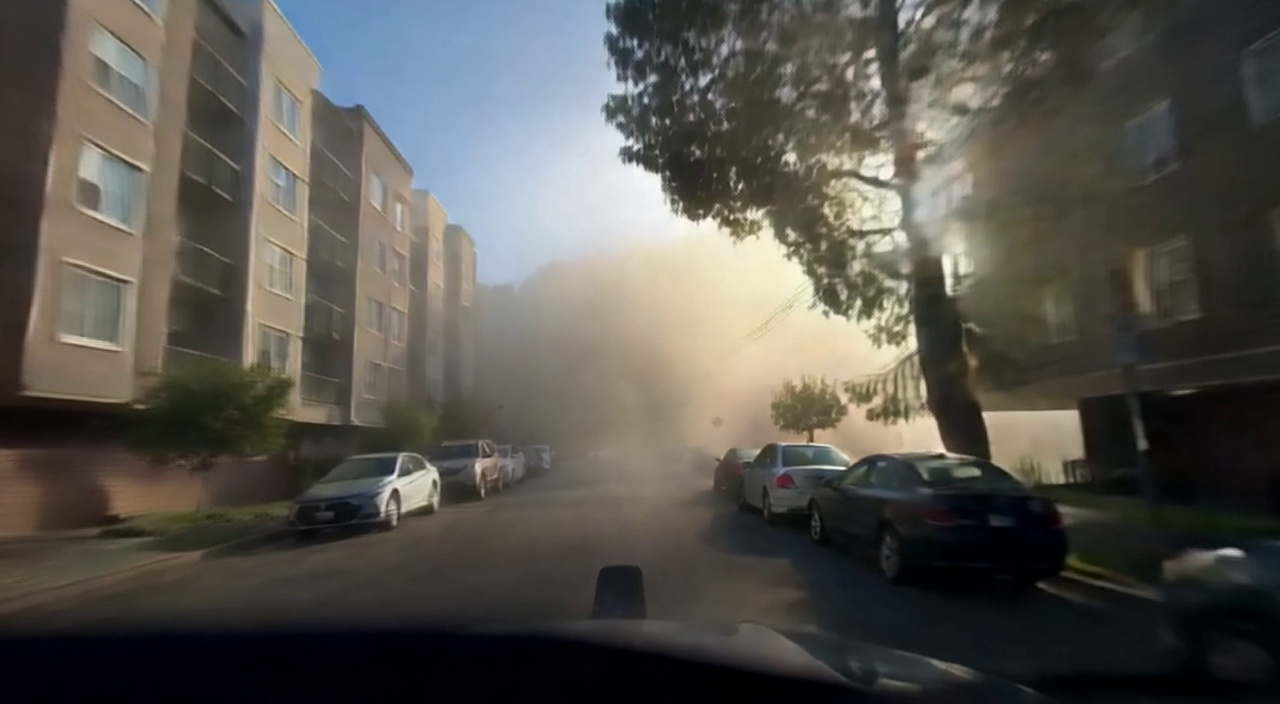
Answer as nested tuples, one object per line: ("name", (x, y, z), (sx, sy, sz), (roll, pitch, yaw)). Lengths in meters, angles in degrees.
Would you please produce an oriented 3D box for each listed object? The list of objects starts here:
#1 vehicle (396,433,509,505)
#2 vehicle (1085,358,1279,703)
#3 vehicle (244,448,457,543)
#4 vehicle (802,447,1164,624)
("vehicle", (-5.619, 3.558, 19.661), (2.216, 1.953, 4.553), (0, -8, -2))
("vehicle", (3.647, 0.714, 1.321), (2.063, 1.729, 4.538), (0, -9, 0))
("vehicle", (-5.441, 2.724, 12.826), (2.119, 1.500, 4.953), (0, -8, -2))
("vehicle", (3.341, 1.814, 7.297), (1.835, 1.420, 4.186), (0, -9, 0))
